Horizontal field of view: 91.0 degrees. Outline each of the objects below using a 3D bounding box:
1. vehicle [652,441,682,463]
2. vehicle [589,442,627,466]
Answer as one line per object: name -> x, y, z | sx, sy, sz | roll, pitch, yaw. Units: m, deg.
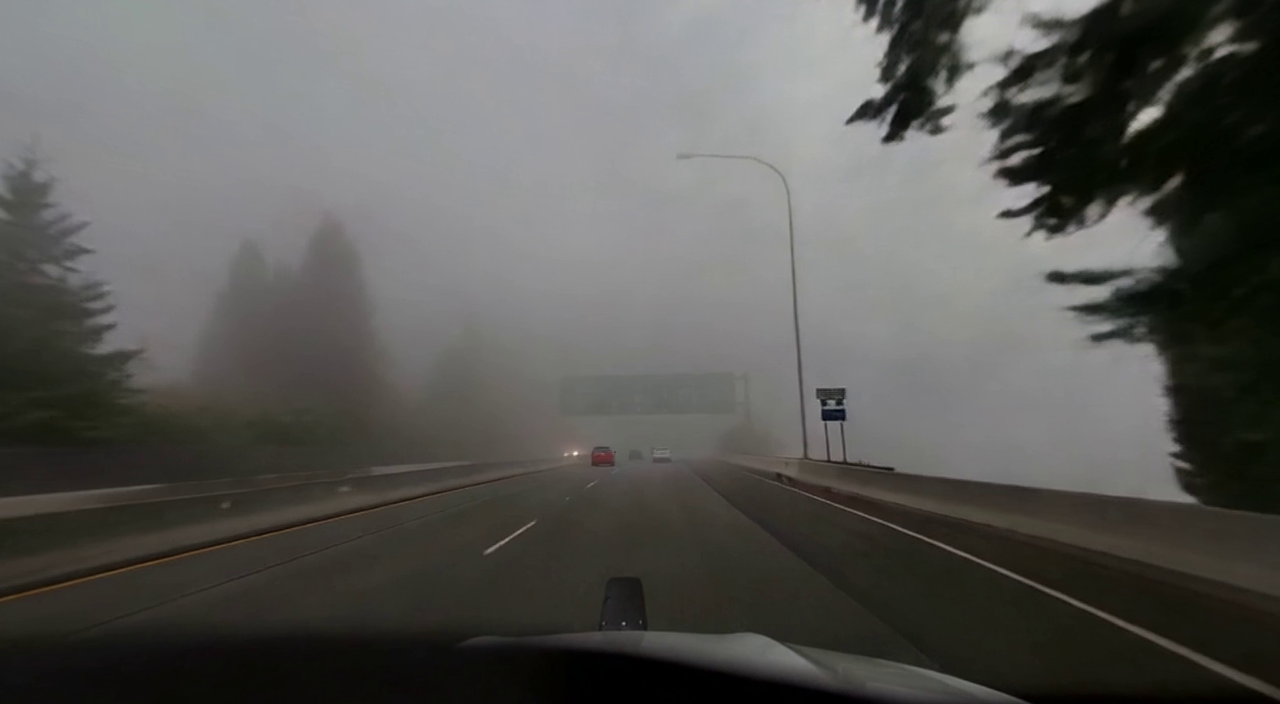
vehicle -> 2.014, 7.389, 46.474 | 2.077, 1.533, 3.854 | 0, -8, 3
vehicle -> -2.061, 6.682, 41.461 | 1.985, 1.518, 3.847 | -1, -8, 4
